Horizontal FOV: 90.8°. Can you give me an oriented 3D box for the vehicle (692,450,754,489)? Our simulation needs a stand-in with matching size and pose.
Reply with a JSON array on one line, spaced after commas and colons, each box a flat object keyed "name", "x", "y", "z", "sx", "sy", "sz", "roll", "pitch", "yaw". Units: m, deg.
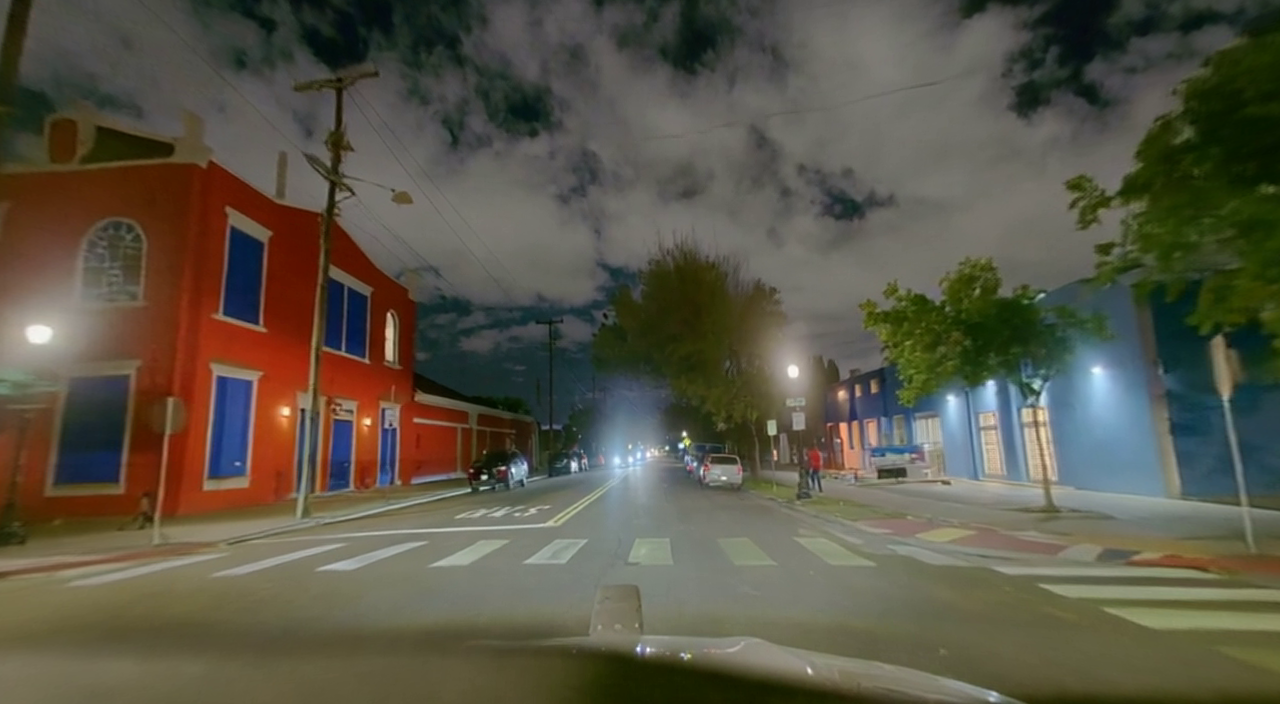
[{"name": "vehicle", "x": 3.361, "y": 4.848, "z": 26.531, "sx": 1.966, "sy": 1.471, "sz": 4.552, "roll": 0, "pitch": -9, "yaw": 0}]

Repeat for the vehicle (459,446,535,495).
[{"name": "vehicle", "x": -6.103, "y": 5.051, "z": 27.482, "sx": 2.140, "sy": 1.746, "sz": 4.385, "roll": -4, "pitch": -8, "yaw": 2}]

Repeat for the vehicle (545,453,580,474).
[{"name": "vehicle", "x": -5.750, "y": 8.298, "z": 47.212, "sx": 1.844, "sy": 1.486, "sz": 4.474, "roll": 0, "pitch": -9, "yaw": 2}]
